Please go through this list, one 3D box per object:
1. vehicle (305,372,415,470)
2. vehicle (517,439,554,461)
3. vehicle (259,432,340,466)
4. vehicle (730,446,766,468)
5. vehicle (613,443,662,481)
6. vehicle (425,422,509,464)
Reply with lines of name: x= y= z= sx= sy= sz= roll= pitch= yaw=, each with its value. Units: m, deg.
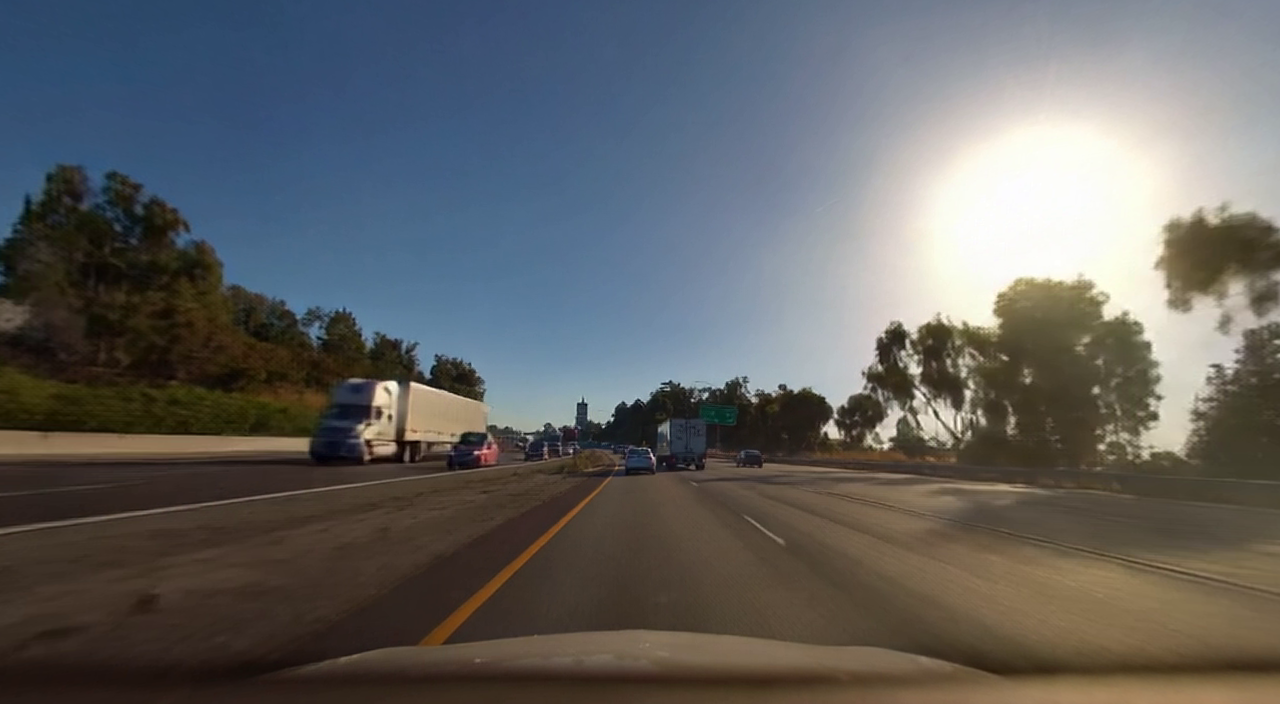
vehicle: x=-11.969 y=3.053 z=27.329 sx=3.011 sy=3.951 sz=3.378 roll=0 pitch=-9 yaw=0
vehicle: x=-7.414 y=6.991 z=44.987 sx=1.928 sy=1.473 sz=4.170 roll=0 pitch=-9 yaw=0
vehicle: x=-18.155 y=5.213 z=33.847 sx=2.052 sy=1.652 sz=4.093 roll=0 pitch=-9 yaw=0
vehicle: x=8.472 y=8.260 z=49.656 sx=1.902 sy=1.652 sz=3.995 roll=0 pitch=-9 yaw=-3
vehicle: x=-0.138 y=4.998 z=28.875 sx=2.111 sy=1.599 sz=3.859 roll=0 pitch=-9 yaw=-1
vehicle: x=-7.984 y=4.322 z=29.801 sx=2.382 sy=1.802 sz=5.288 roll=0 pitch=-9 yaw=1
